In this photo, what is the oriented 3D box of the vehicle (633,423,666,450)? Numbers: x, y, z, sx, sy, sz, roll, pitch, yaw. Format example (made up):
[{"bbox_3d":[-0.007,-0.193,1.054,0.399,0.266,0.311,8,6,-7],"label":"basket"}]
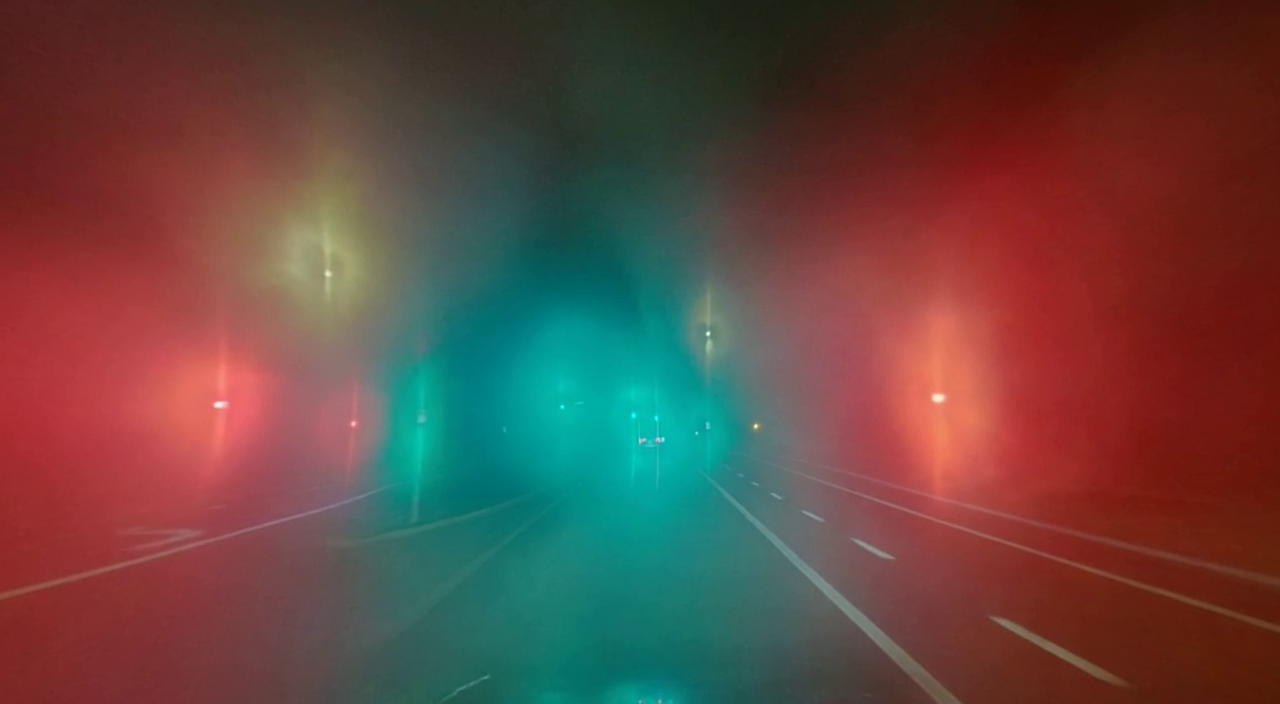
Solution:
[{"bbox_3d":[0.689,6.527,48.530,2.371,1.926,5.099,0,-8,-1],"label":"vehicle"}]
